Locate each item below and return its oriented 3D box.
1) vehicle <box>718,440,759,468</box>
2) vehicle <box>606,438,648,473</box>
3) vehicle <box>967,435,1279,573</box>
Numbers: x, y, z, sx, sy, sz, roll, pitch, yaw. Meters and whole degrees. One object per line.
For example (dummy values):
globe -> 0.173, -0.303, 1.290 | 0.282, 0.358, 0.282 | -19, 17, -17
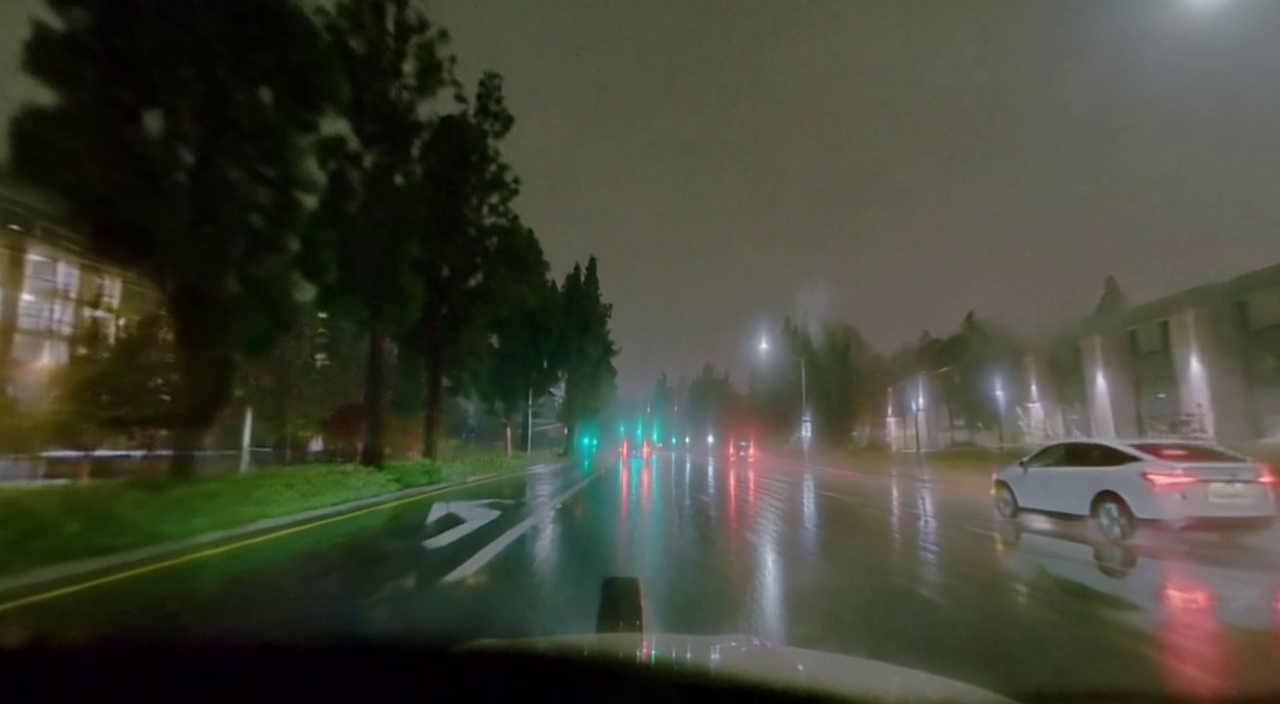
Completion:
vehicle -> 6.771, 7.058, 43.843 | 2.026, 1.804, 4.565 | 0, -8, -1
vehicle -> -0.648, 5.650, 34.618 | 2.193, 1.794, 4.457 | 0, -8, 0
vehicle -> 6.966, 1.970, 9.062 | 2.139, 1.471, 4.393 | 0, -8, 0
